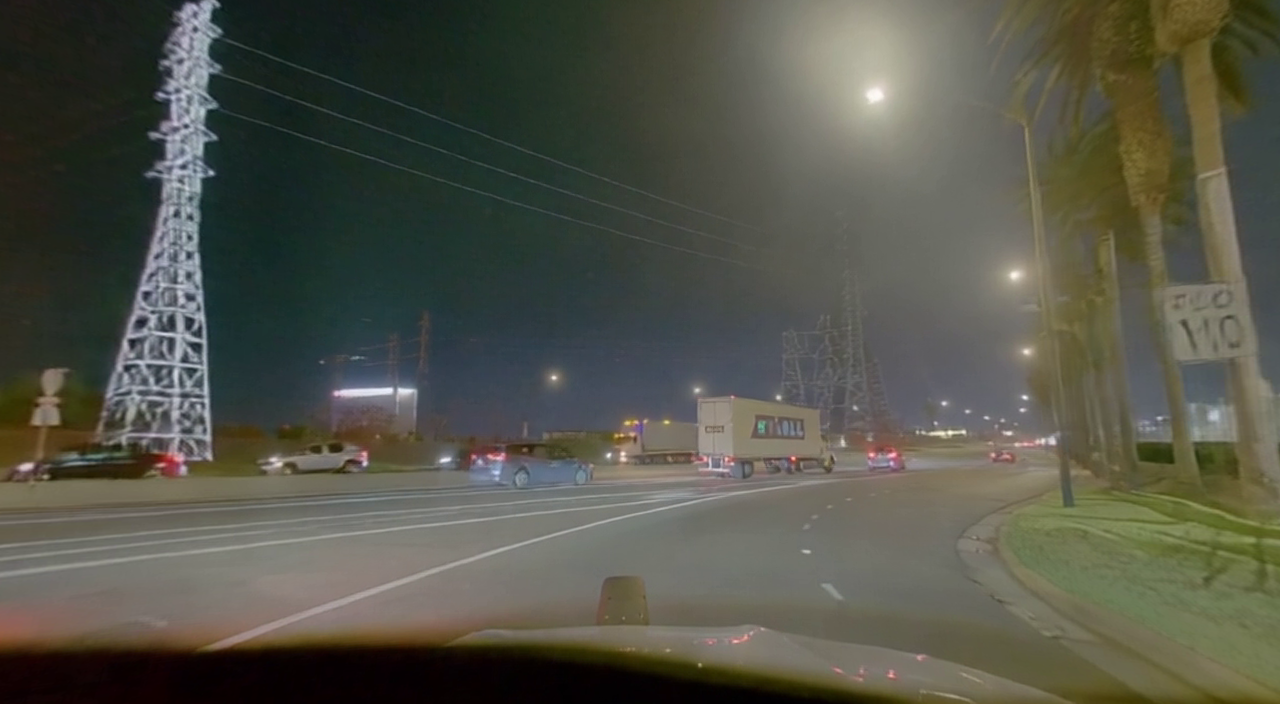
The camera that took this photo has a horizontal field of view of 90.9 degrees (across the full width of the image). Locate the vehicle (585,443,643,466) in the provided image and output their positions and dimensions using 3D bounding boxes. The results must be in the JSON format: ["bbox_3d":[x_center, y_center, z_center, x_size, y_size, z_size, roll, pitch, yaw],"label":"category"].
[{"bbox_3d":[-1.871,7.633,46.737,1.833,1.578,4.412,-7,-13,37],"label":"vehicle"}]

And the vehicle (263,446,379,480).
[{"bbox_3d":[-14.799,5.112,29.483,1.792,1.451,4.419,-7,-11,36],"label":"vehicle"}]

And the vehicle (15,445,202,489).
[{"bbox_3d":[-19.321,4.145,23.177,1.738,1.403,4.855,-6,-11,35],"label":"vehicle"}]

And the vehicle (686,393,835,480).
[{"bbox_3d":[6.932,4.642,34.070,2.903,3.933,11.567,-7,-11,37],"label":"vehicle"}]

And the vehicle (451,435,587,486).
[{"bbox_3d":[-5.097,4.670,27.597,2.266,1.950,5.866,-6,-11,36],"label":"vehicle"}]
